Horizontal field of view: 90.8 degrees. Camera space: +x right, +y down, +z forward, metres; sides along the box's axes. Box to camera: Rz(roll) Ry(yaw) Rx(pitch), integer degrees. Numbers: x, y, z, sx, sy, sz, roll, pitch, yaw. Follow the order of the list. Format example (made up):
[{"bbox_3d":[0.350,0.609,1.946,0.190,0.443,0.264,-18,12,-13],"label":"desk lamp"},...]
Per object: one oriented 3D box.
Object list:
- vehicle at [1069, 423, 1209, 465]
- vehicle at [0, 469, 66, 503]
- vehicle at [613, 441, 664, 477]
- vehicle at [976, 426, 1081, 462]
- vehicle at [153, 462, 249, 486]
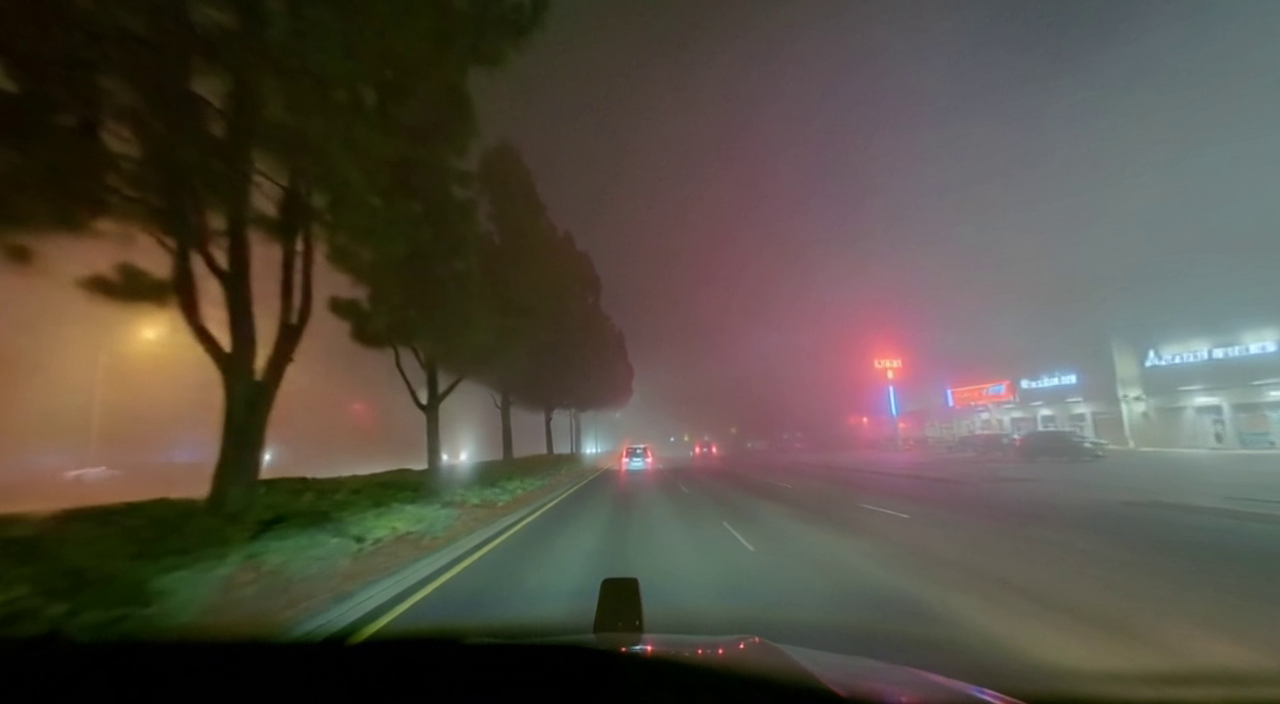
[{"bbox_3d":[21.354,3.987,27.341,2.136,1.603,4.534,0,-9,-4],"label":"vehicle"},{"bbox_3d":[-30.185,6.323,29.939,4.125,1.427,2.000,-1,-9,5],"label":"vehicle"},{"bbox_3d":[-0.089,4.729,28.157,2.126,1.475,3.967,0,-9,-1],"label":"vehicle"},{"bbox_3d":[21.498,5.147,35.195,2.015,1.821,4.696,2,-9,-17],"label":"vehicle"},{"bbox_3d":[-29.196,8.126,42.158,4.702,1.471,2.215,0,-9,-1],"label":"vehicle"}]
